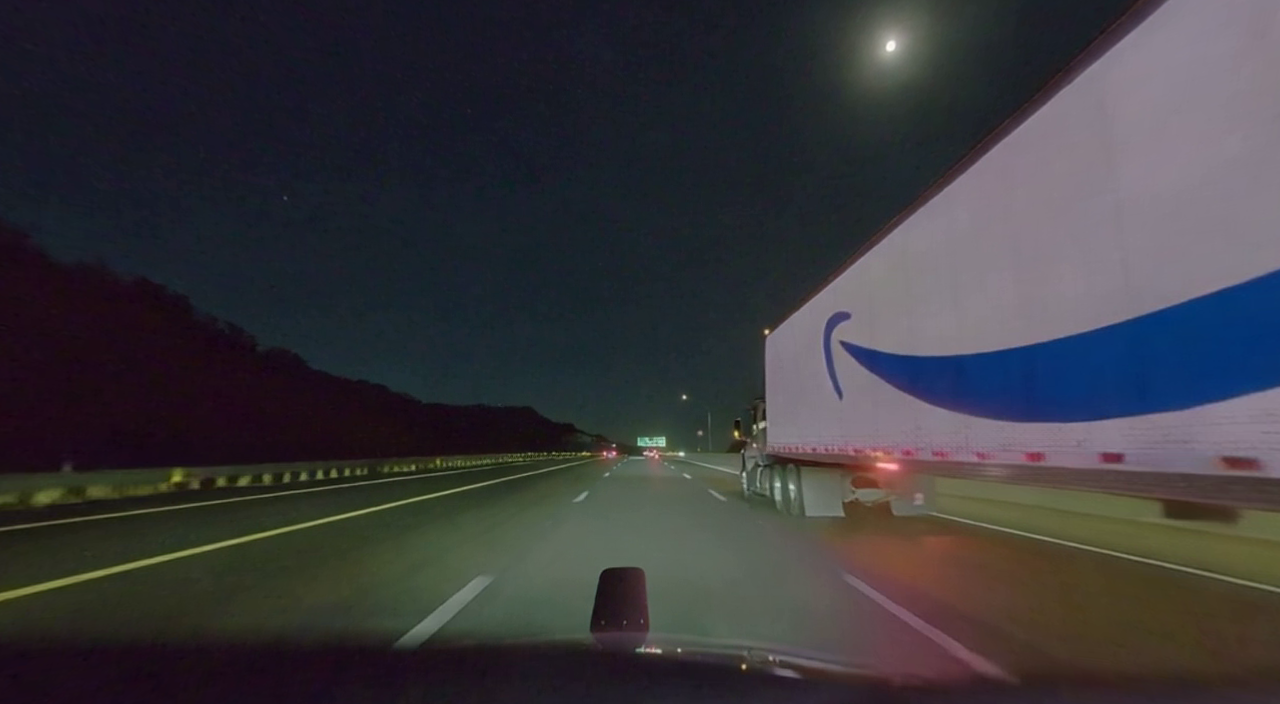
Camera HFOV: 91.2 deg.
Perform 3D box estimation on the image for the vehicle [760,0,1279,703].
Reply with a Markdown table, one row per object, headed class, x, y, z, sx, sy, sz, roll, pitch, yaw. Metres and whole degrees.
| class | x | y | z | sx | sy | sz | roll | pitch | yaw |
| --- | --- | --- | --- | --- | --- | --- | --- | --- | --- |
| vehicle | 4.040 | 0.048 | 4.781 | 2.928 | 4.021 | 17.190 | 0 | -9 | 0 |
